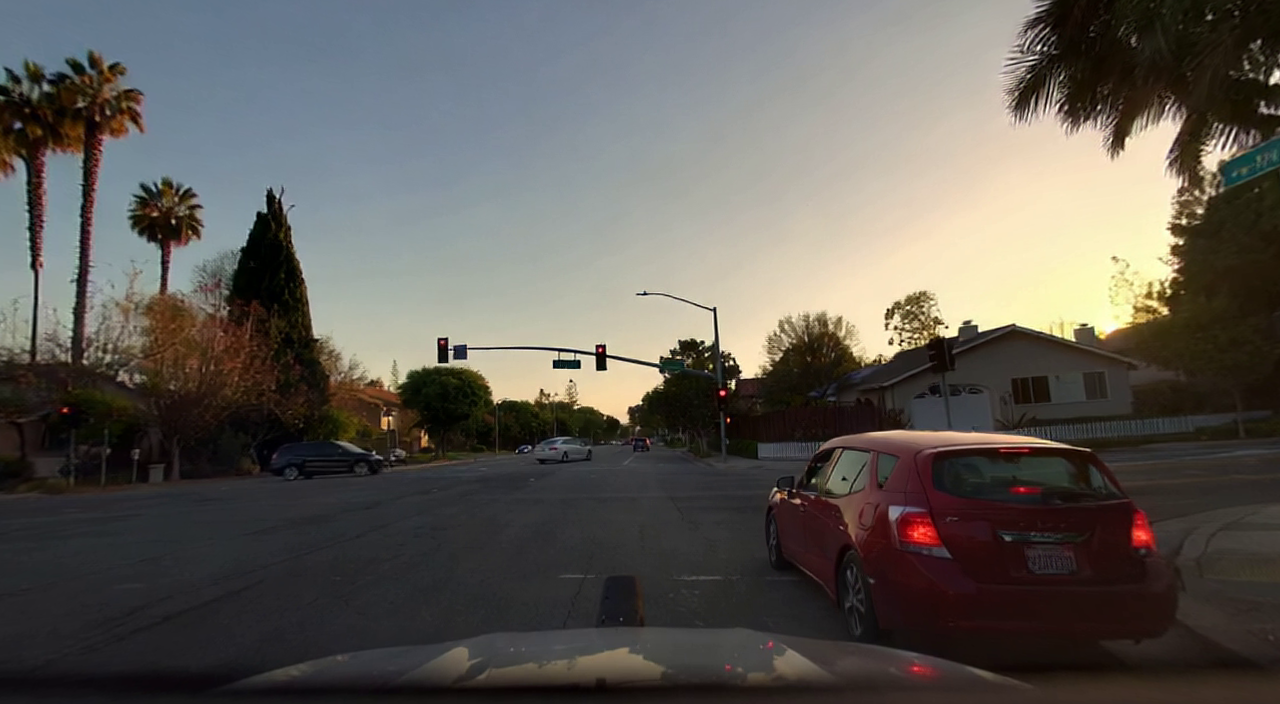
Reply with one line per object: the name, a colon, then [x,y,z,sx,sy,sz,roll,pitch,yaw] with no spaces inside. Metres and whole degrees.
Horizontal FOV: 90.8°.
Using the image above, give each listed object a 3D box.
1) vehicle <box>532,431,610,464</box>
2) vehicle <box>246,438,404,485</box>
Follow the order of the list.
vehicle: [-3.919,5.604,37.012,2.393,1.775,5.204,-4,-9,21]
vehicle: [-11.567,4.004,23.430,4.777,1.541,2.083,8,-12,-43]
